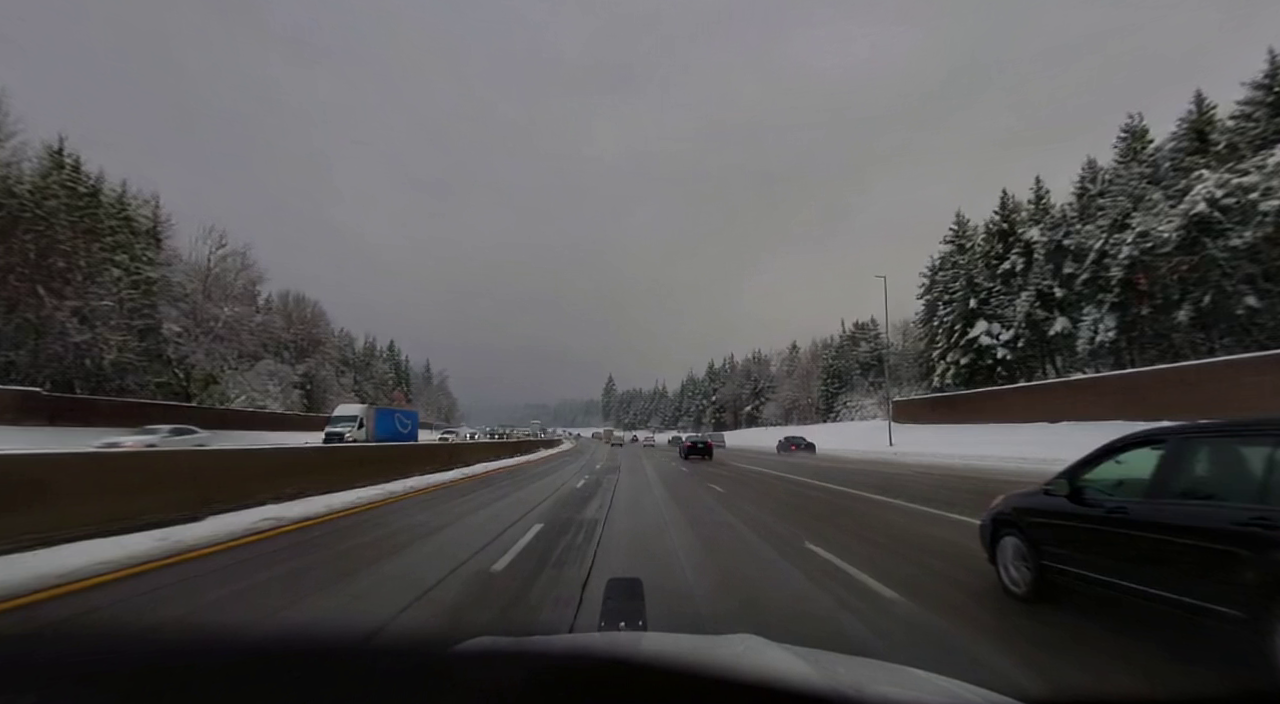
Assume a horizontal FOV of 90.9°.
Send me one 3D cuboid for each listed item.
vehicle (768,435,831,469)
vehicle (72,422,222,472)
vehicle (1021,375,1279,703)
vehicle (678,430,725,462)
[{"bbox_3d":[7.566,4.785,30.319,1.798,1.473,4.077,0,-8,-2],"label":"vehicle"},{"bbox_3d":[-17.204,3.340,22.306,1.994,1.597,4.074,0,-8,-1],"label":"vehicle"},{"bbox_3d":[3.848,0.872,2.616,2.101,1.574,3.857,0,-8,0],"label":"vehicle"},{"bbox_3d":[3.571,5.580,37.436,2.141,1.732,4.279,0,-8,-3],"label":"vehicle"}]
